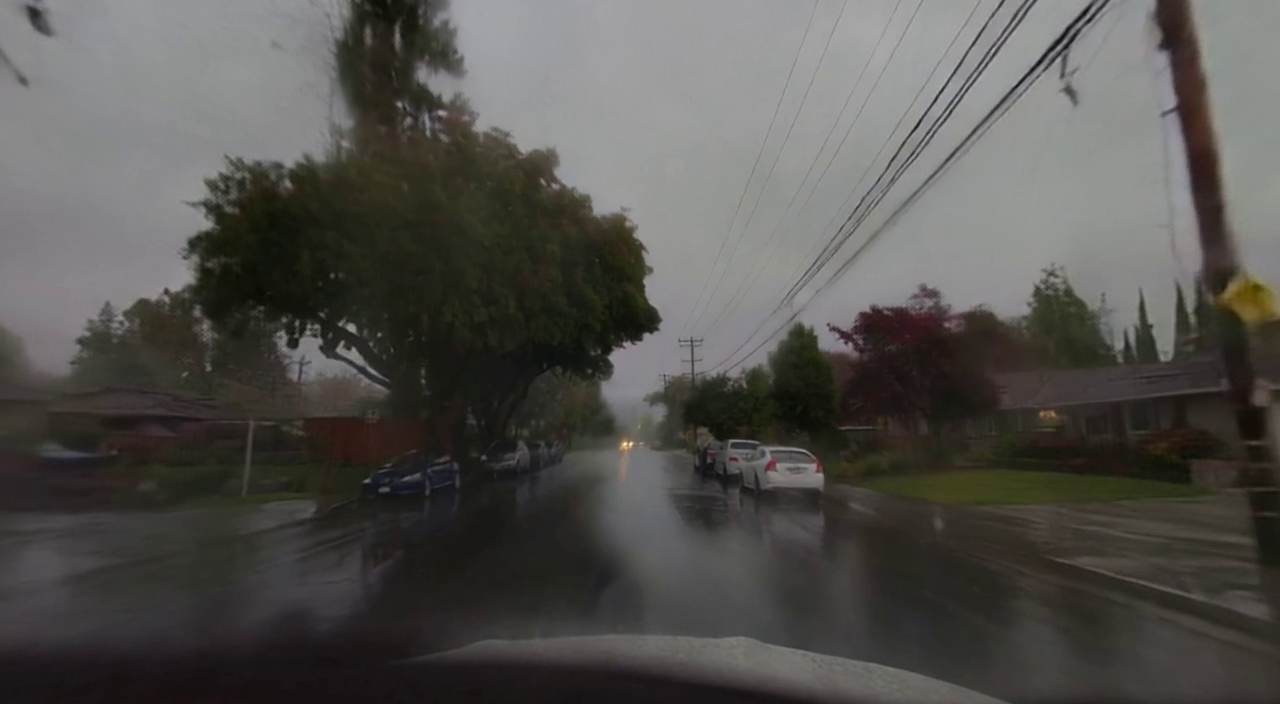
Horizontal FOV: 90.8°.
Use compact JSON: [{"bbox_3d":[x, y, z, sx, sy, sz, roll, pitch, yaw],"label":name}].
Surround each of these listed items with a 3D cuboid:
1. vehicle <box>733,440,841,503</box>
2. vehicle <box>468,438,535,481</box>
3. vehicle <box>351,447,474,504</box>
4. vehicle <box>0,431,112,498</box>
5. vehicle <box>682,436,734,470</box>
[{"bbox_3d":[3.666,3.060,16.614,1.763,1.432,4.323,0,-9,-1],"label":"vehicle"},{"bbox_3d":[-6.315,4.942,29.302,2.031,1.799,4.587,0,-9,0],"label":"vehicle"},{"bbox_3d":[-6.454,3.520,18.553,2.031,1.454,4.410,0,-9,-1],"label":"vehicle"},{"bbox_3d":[-17.816,3.138,17.802,1.925,1.750,4.489,0,-9,0],"label":"vehicle"},{"bbox_3d":[3.658,5.587,35.113,2.178,1.757,5.495,0,-9,-1],"label":"vehicle"}]
